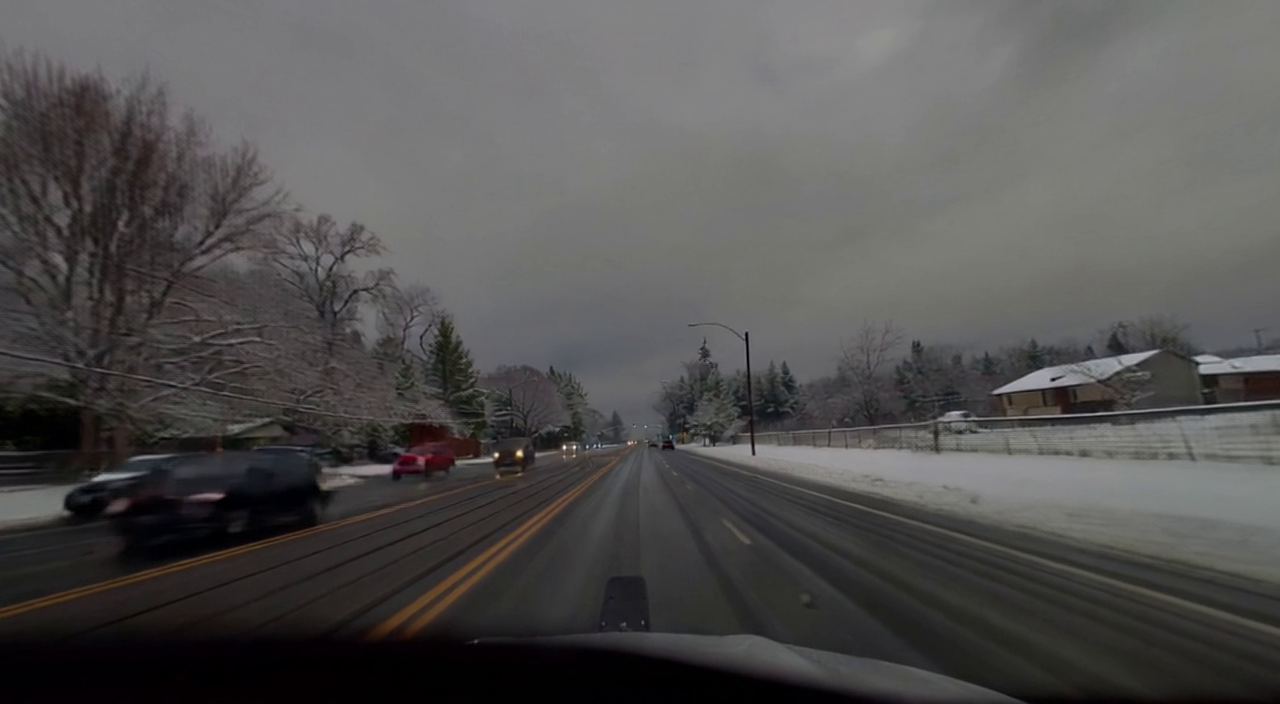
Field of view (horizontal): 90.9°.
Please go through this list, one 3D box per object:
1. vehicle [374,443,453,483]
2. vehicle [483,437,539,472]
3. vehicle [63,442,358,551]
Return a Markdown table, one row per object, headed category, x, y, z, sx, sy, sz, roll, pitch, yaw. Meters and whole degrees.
| category | x | y | z | sx | sy | sz | roll | pitch | yaw |
| --- | --- | --- | --- | --- | --- | --- | --- | --- | --- |
| vehicle | -10.341 | 5.070 | 29.097 | 2.006 | 1.672 | 4.314 | 0 | -9 | 0 |
| vehicle | -6.865 | 5.521 | 33.964 | 2.000 | 1.738 | 4.251 | 0 | -9 | 2 |
| vehicle | -6.921 | 2.328 | 10.910 | 1.975 | 1.481 | 4.318 | 0 | -9 | 1 |
